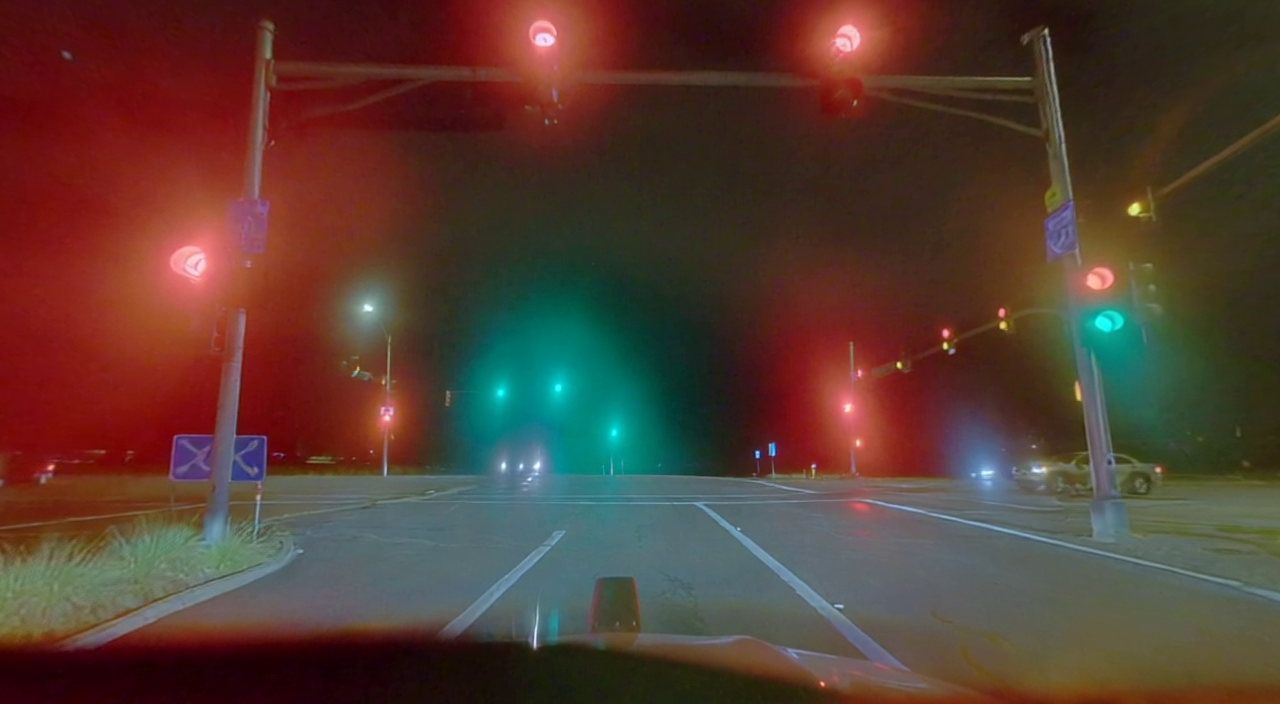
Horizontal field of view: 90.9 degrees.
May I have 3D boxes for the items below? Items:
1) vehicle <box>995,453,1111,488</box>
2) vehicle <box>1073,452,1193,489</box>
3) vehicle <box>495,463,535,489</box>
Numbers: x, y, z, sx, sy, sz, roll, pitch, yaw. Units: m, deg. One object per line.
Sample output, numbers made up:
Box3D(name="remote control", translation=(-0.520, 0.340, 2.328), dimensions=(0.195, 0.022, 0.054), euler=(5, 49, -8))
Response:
Box3D(name="vehicle", translation=(21.215, 6.130, 32.470), dimensions=(4.455, 1.647, 2.124), euler=(1, -12, -6))
Box3D(name="vehicle", translation=(22.727, 5.448, 29.124), dimensions=(3.998, 1.590, 1.936), euler=(1, -10, -6))
Box3D(name="vehicle", translation=(-8.999, 8.946, 45.687), dimensions=(2.045, 1.608, 3.709), euler=(0, -8, 1))
